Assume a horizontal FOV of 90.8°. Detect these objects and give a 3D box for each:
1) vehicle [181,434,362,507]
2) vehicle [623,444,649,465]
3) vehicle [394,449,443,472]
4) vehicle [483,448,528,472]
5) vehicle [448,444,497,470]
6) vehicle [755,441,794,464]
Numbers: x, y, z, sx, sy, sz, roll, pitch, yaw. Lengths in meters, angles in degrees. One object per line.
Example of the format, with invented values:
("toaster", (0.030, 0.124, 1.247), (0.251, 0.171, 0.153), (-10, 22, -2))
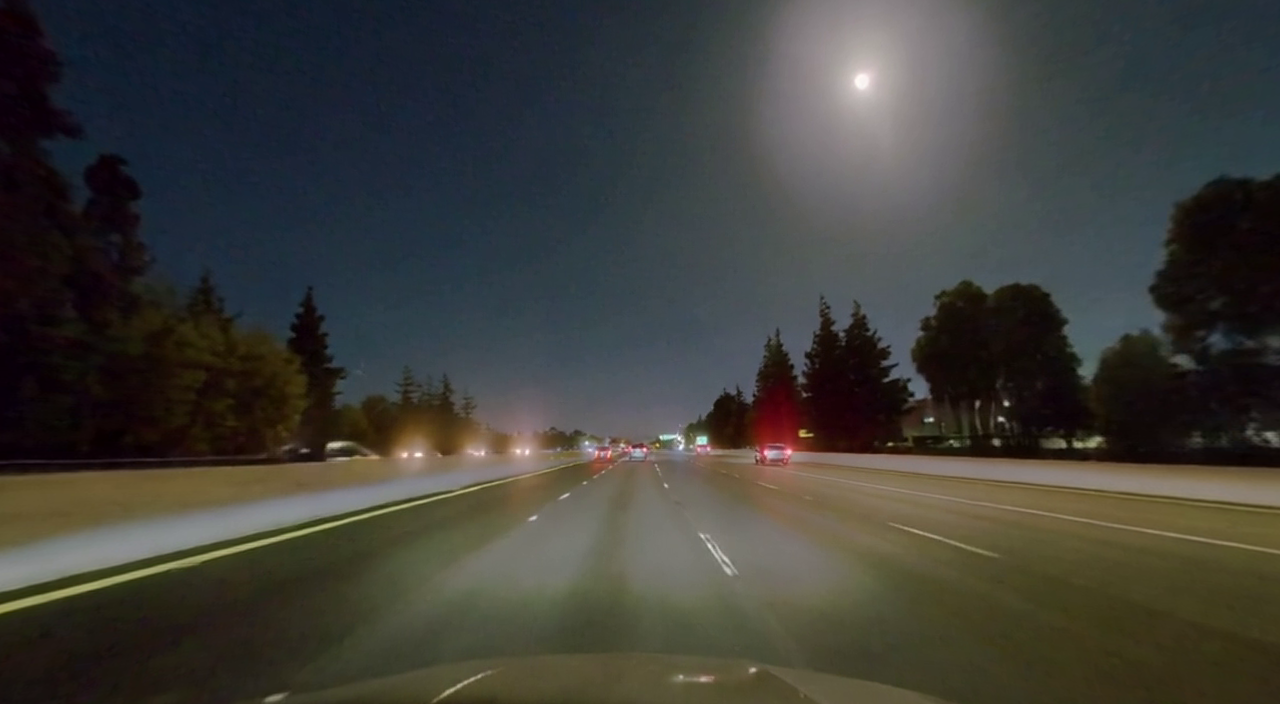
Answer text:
("vehicle", (-9.758, 3.162, 17.317), (2.100, 1.668, 4.686), (-1, -9, 0))
("vehicle", (-0.260, 8.017, 49.421), (1.977, 1.513, 3.546), (-1, -9, 1))
("vehicle", (-15.655, 7.656, 44.888), (1.876, 1.513, 4.205), (-1, -9, 1))
("vehicle", (-8.885, 7.163, 42.089), (1.975, 1.495, 4.510), (-1, -9, 0))
("vehicle", (-12.189, 7.689, 46.432), (2.142, 1.805, 5.075), (-1, -9, 1))
("vehicle", (10.504, 7.882, 49.640), (2.130, 1.703, 4.572), (-1, -9, 1))
